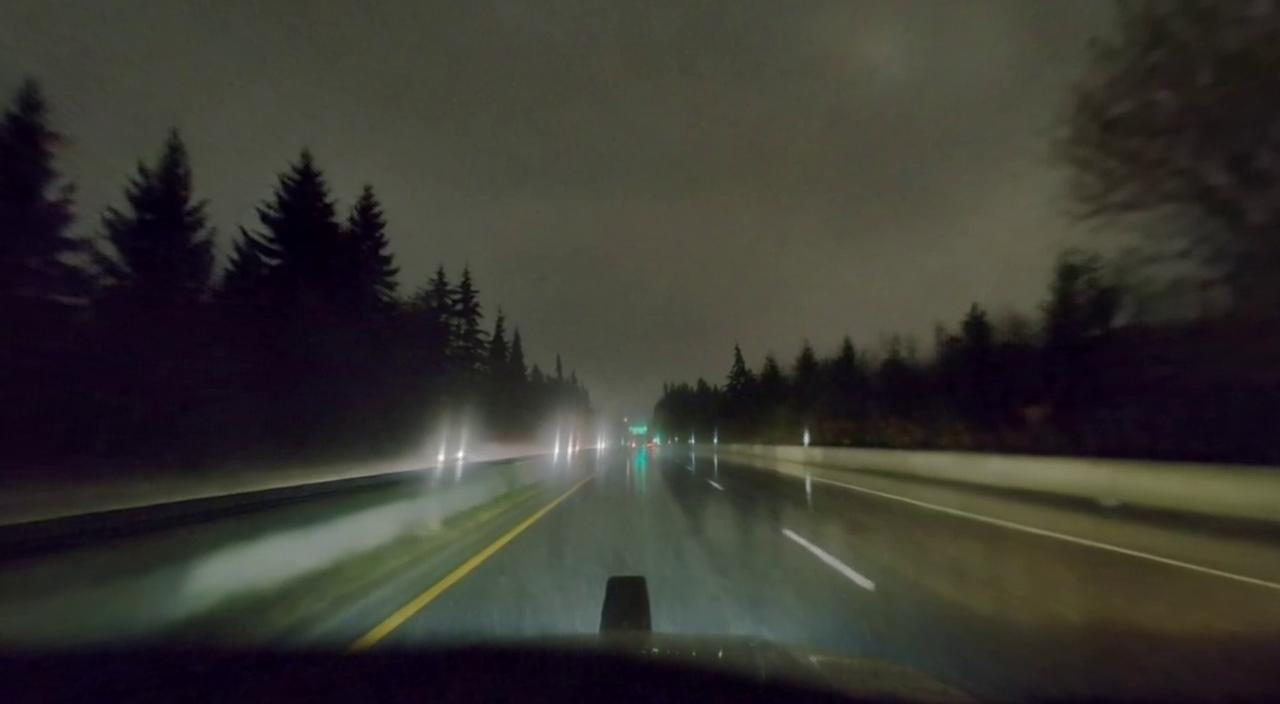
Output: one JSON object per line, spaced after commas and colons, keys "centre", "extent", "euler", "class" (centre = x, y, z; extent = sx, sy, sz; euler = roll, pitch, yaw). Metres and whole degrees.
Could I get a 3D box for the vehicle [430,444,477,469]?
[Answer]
{"centre": [-12.219, 6.827, 41.357], "extent": [1.838, 1.517, 3.901], "euler": [0, -8, 1], "class": "vehicle"}
